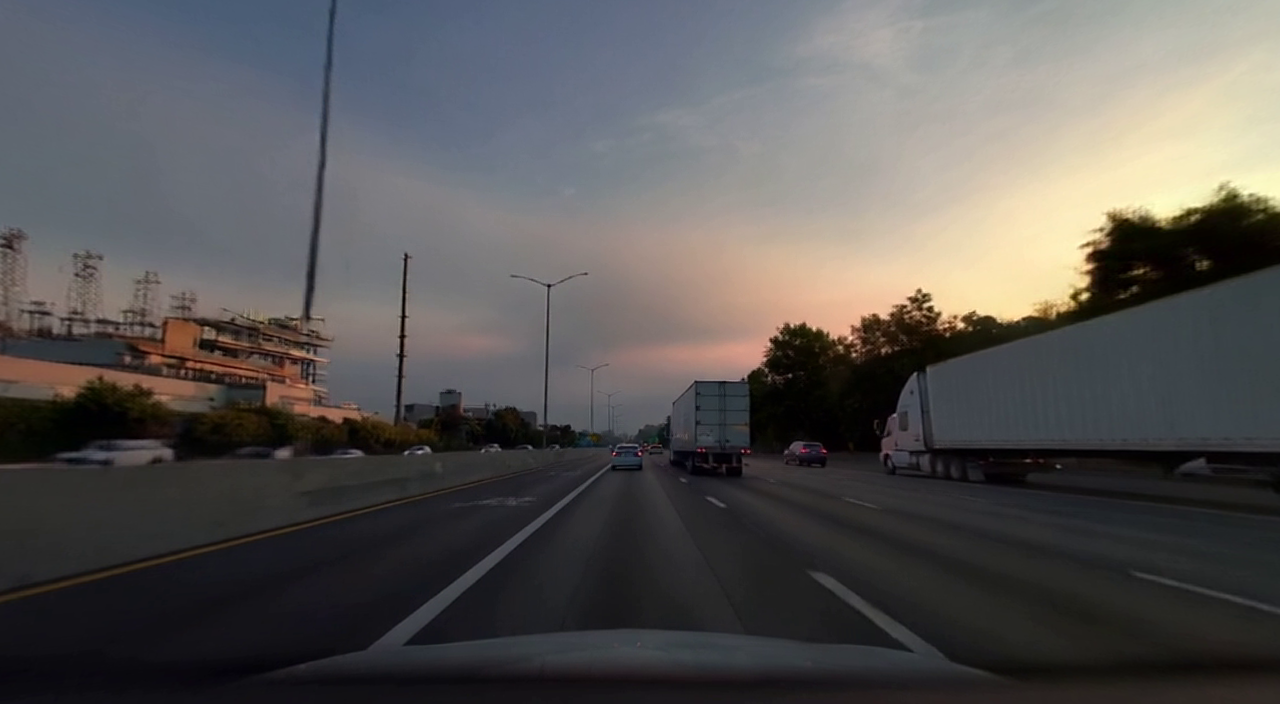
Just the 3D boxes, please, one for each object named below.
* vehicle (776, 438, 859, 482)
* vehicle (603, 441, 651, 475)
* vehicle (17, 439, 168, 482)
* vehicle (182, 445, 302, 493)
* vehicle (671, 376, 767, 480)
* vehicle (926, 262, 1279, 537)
[{"bbox_3d":[7.355,4.502,26.629,2.154,1.658,4.347,0,-9,-1],"label":"vehicle"},{"bbox_3d":[-0.614,5.109,30.650,2.163,1.551,4.180,0,-9,-1],"label":"vehicle"},{"bbox_3d":[-24.163,4.808,28.252,2.107,1.725,5.187,0,-9,-1],"label":"vehicle"},{"bbox_3d":[-12.904,3.780,20.746,1.595,1.414,3.486,0,-9,1],"label":"vehicle"},{"bbox_3d":[3.406,3.805,30.503,2.999,4.127,10.526,0,-9,-1],"label":"vehicle"},{"bbox_3d":[11.241,1.197,12.714,2.898,4.171,17.188,0,-9,0],"label":"vehicle"}]
